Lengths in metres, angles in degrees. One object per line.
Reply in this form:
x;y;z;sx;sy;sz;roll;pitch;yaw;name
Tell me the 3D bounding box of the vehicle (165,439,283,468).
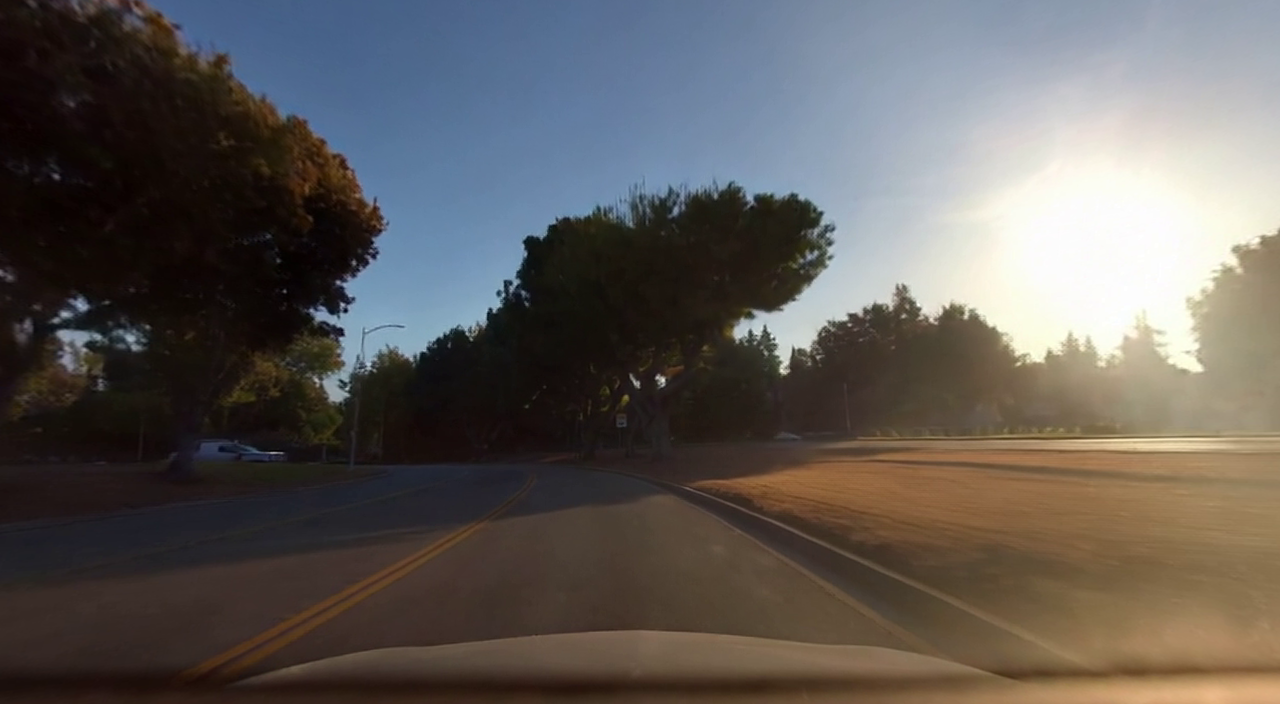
-26.186;6.421;39.983;5.613;1.775;2.357;2;-9;-11;vehicle
